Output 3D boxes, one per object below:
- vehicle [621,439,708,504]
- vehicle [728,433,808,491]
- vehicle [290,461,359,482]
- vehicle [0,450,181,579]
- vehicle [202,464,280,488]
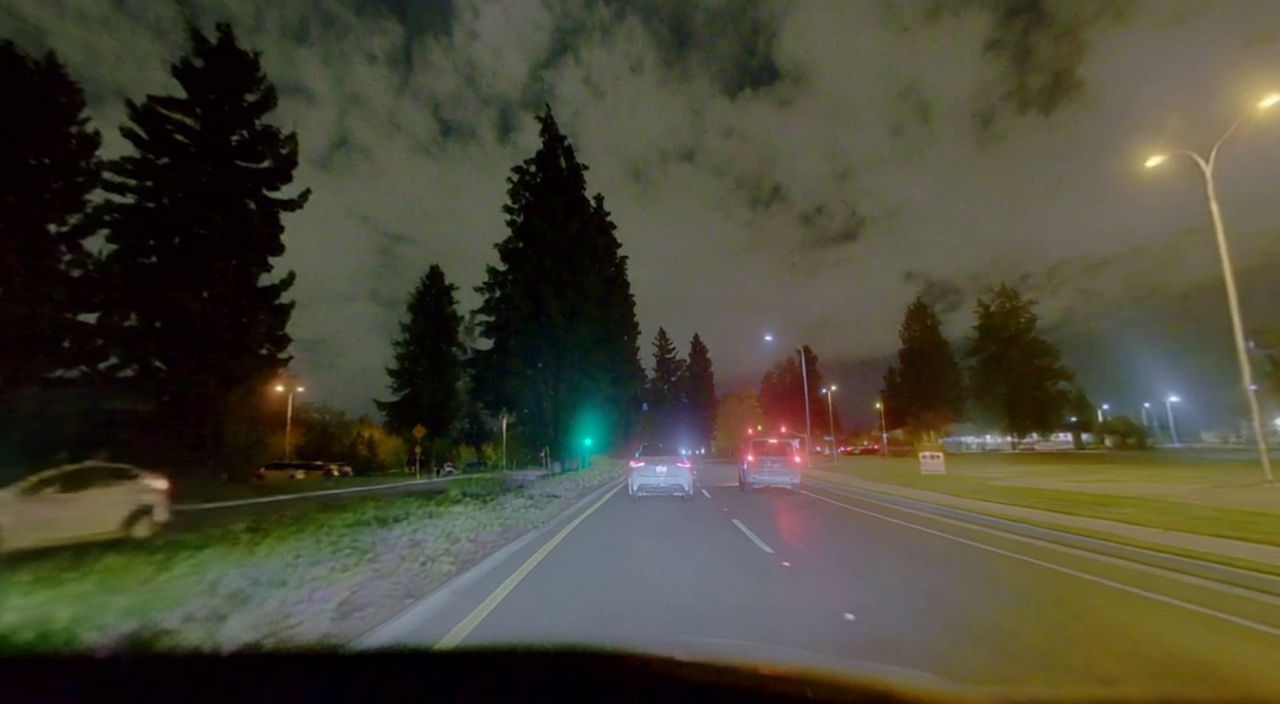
[{"bbox_3d":[0.672,3.291,17.841,2.154,1.585,3.997,-1,-8,2],"label":"vehicle"},{"bbox_3d":[4.450,3.909,22.807,1.953,1.818,5.299,-1,-8,2],"label":"vehicle"},{"bbox_3d":[-24.406,9.275,48.861,4.374,1.502,1.925,-1,-8,6],"label":"vehicle"},{"bbox_3d":[-8.159,1.964,7.706,1.773,1.449,4.322,-2,-9,1],"label":"vehicle"},{"bbox_3d":[-26.292,8.180,41.582,4.011,1.473,1.913,-2,-9,9],"label":"vehicle"}]
